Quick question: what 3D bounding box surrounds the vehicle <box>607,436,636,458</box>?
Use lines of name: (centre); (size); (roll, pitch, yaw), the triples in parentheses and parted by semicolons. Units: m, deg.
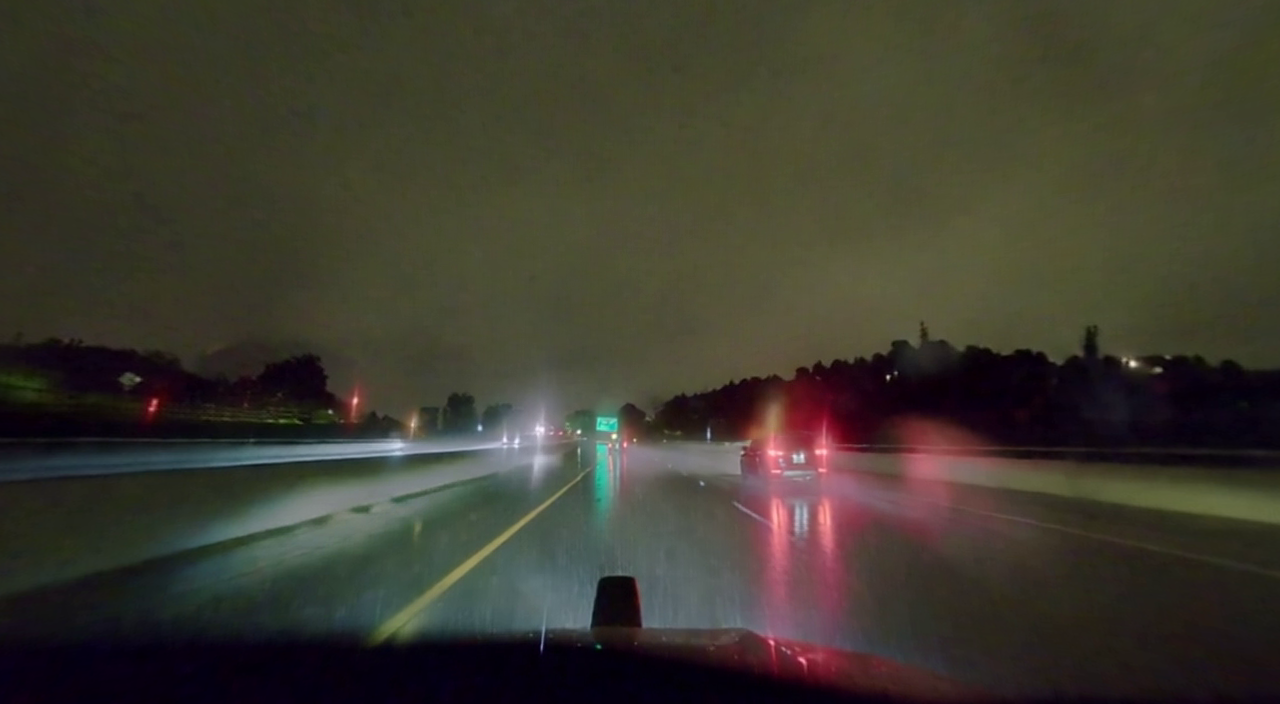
vehicle: (-1.397, 6.979, 46.432); (1.998, 1.512, 3.735); (0, -8, -3)

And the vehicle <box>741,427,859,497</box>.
vehicle: (3.787, 2.658, 15.594); (1.852, 1.513, 3.652); (0, -8, -2)
